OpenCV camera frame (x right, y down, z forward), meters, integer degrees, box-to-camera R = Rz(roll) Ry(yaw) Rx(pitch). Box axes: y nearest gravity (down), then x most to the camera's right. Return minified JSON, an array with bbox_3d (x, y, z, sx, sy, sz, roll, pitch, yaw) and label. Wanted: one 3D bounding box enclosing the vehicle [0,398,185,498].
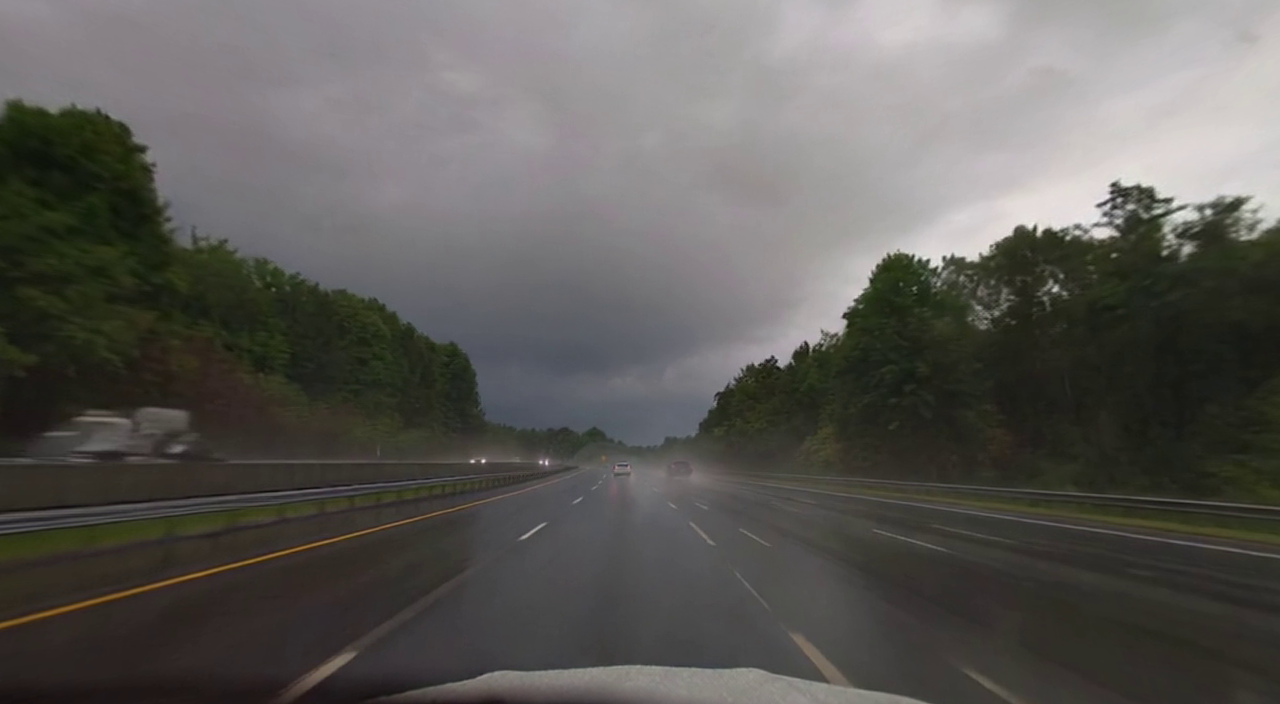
[{"bbox_3d":[-13.973,2.369,15.168,2.240,1.991,5.012,1,-10,-1],"label":"vehicle"}]
